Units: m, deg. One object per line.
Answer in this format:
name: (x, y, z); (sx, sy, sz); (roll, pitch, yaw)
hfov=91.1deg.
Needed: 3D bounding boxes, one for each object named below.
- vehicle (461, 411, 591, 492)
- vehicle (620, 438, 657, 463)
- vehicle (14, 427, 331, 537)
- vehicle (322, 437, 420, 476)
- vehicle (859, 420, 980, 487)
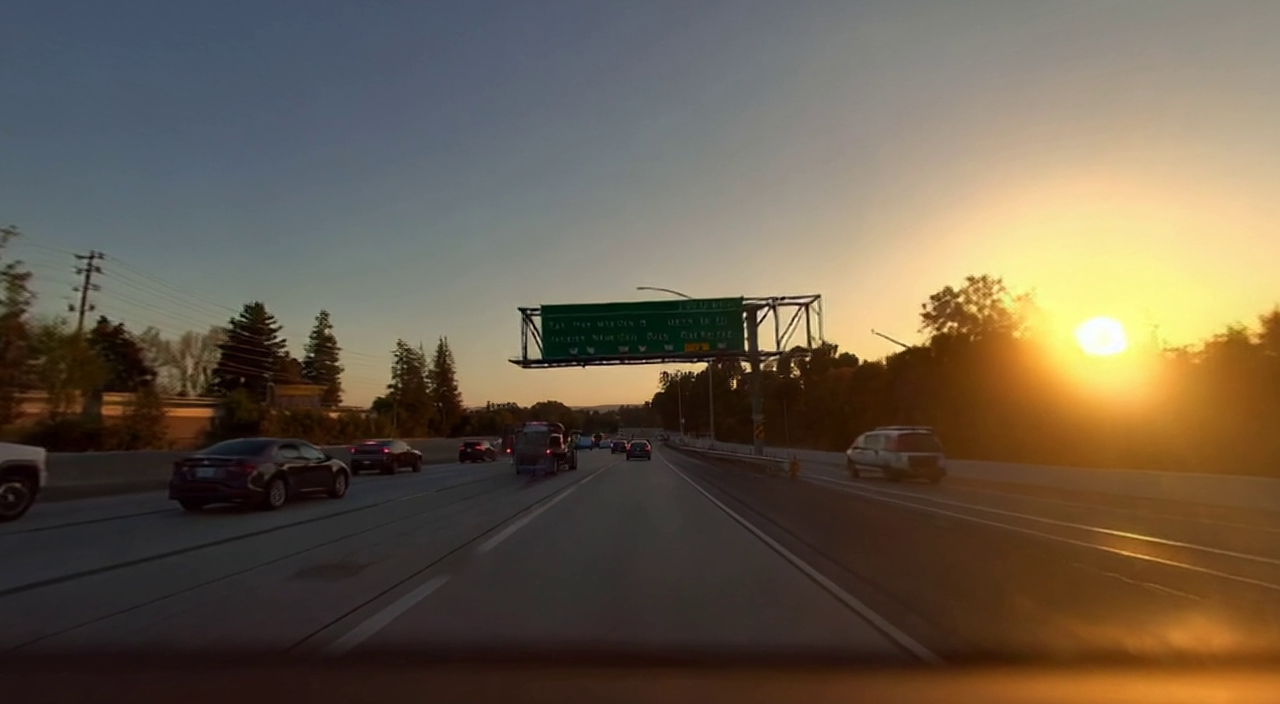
vehicle: (-3.230, 3.079, 19.723); (2.815, 2.092, 6.526); (0, -8, 0)
vehicle: (-0.011, 5.986, 38.213); (2.013, 1.444, 4.447); (-1, -8, 3)
vehicle: (-7.490, 2.094, 10.827); (1.964, 1.481, 4.425); (0, -8, 2)
vehicle: (-10.966, 4.284, 26.022); (1.884, 1.453, 4.579); (0, -8, 2)
vehicle: (11.091, 4.071, 25.545); (2.244, 2.374, 5.762); (0, -8, 0)
